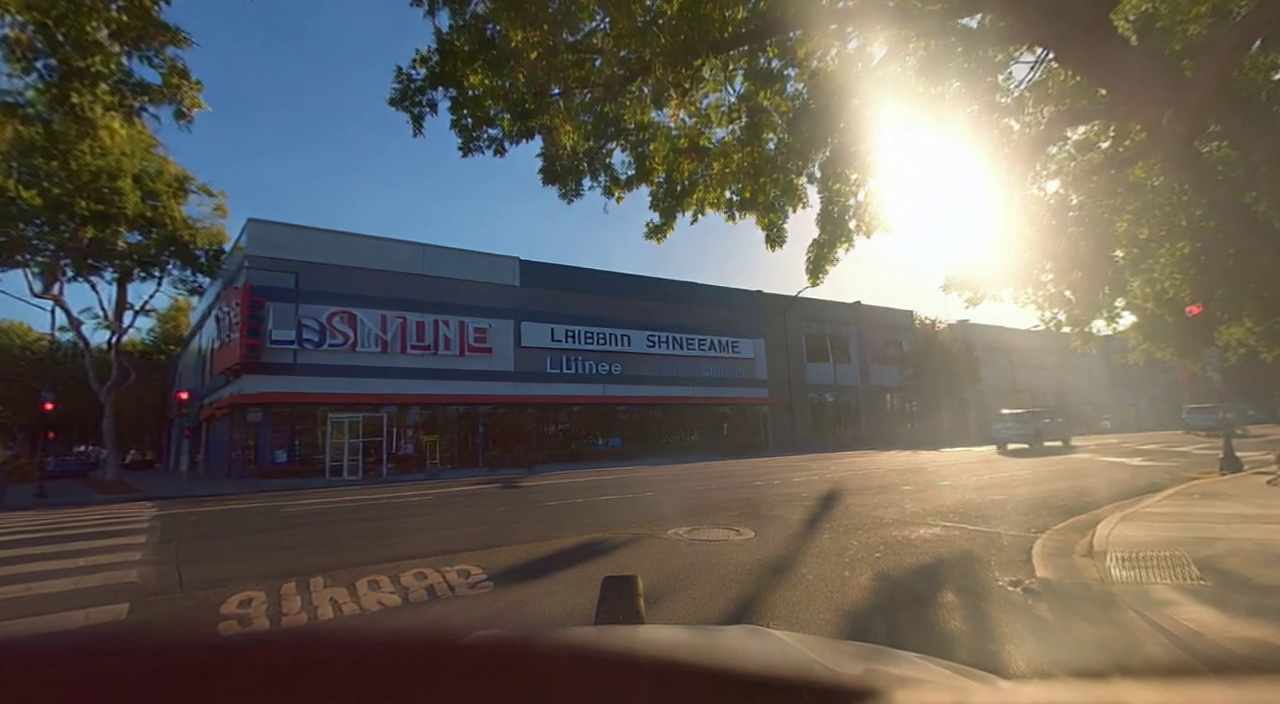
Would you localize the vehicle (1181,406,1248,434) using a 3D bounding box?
[{"bbox_3d":[35.908,4.291,39.433,4.377,1.624,1.953,6,-10,-34],"label":"vehicle"}]

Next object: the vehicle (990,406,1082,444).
[{"bbox_3d":[20.476,3.830,32.614,4.689,1.758,2.146,5,-10,-33],"label":"vehicle"}]
